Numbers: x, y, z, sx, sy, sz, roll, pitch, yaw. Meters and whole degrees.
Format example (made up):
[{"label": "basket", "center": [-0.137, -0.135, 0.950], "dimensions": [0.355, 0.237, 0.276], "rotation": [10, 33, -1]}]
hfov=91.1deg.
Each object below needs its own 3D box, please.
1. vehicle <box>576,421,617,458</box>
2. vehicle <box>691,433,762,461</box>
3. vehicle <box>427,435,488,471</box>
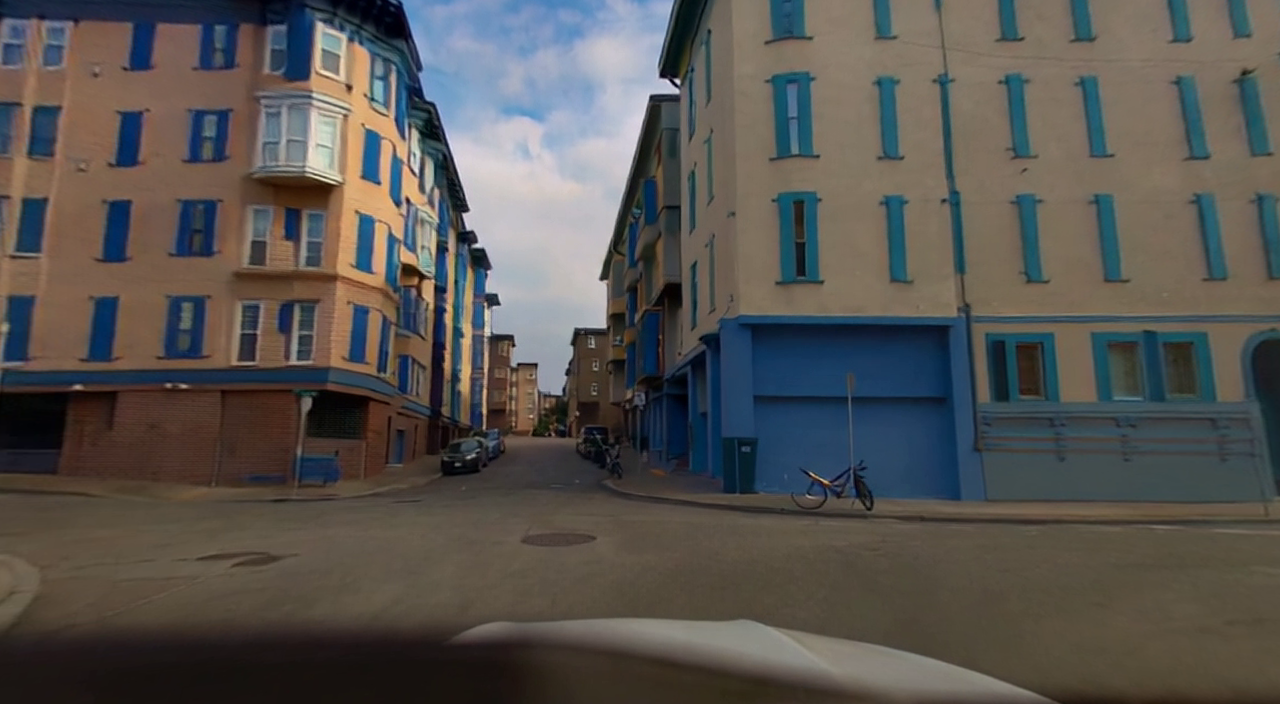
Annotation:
[{"label": "vehicle", "center": [-2.646, 5.191, 37.359], "dimensions": [2.072, 2.074, 4.358], "rotation": [1, -8, -9]}, {"label": "vehicle", "center": [4.525, 4.974, 33.092], "dimensions": [3.404, 1.431, 1.641], "rotation": [1, -8, -7]}, {"label": "vehicle", "center": [-7.910, 4.392, 27.603], "dimensions": [1.897, 1.431, 3.741], "rotation": [1, -8, -6]}]
